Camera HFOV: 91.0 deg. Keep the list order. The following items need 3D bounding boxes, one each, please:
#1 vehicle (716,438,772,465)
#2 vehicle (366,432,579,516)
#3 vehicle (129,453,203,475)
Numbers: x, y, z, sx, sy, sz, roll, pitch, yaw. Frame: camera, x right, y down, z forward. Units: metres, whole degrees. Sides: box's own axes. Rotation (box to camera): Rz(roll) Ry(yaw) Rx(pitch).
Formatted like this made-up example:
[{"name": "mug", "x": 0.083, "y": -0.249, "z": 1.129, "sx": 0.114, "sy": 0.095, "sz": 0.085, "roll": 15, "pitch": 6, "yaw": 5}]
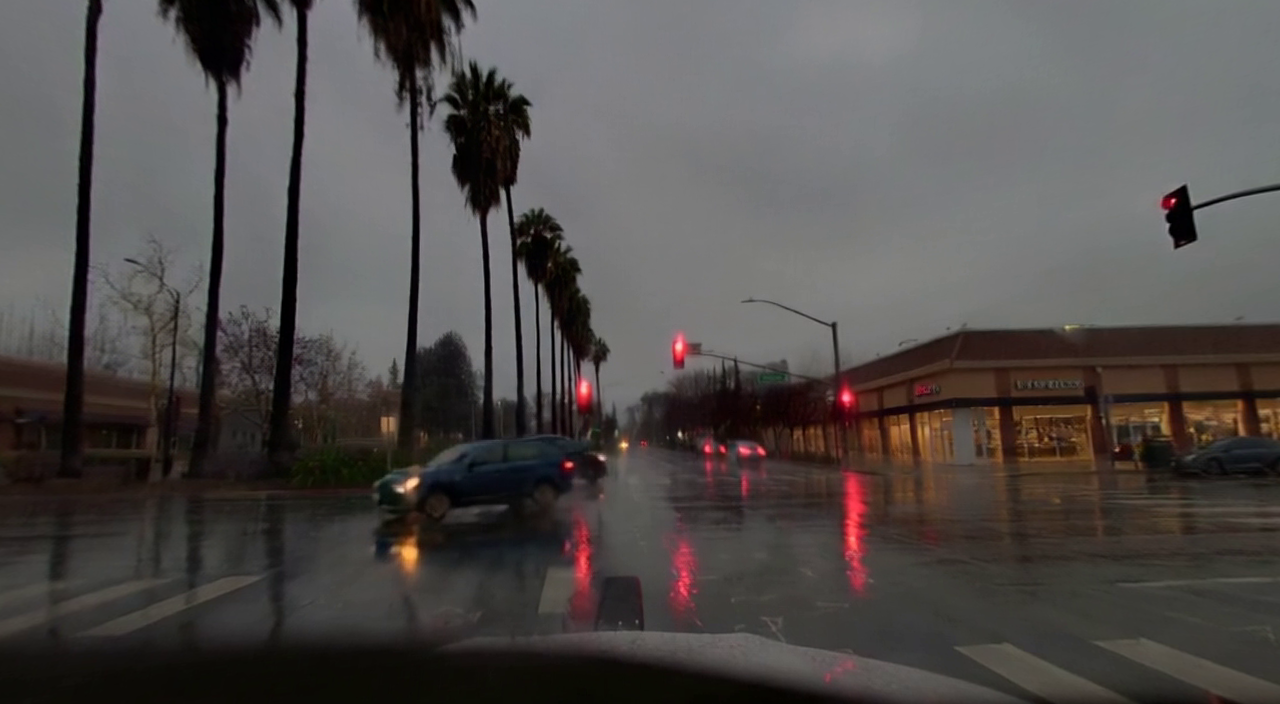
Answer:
[{"name": "vehicle", "x": 6.401, "y": 6.162, "z": 39.190, "sx": 1.890, "sy": 1.572, "sz": 3.826, "roll": 3, "pitch": -9, "yaw": -16}, {"name": "vehicle", "x": -3.466, "y": 2.540, "z": 13.580, "sx": 1.828, "sy": 1.512, "sz": 4.035, "roll": -8, "pitch": -12, "yaw": 44}, {"name": "vehicle", "x": -37.226, "y": 8.810, "z": 49.612, "sx": 2.160, "sy": 1.565, "sz": 4.868, "roll": 0, "pitch": -8, "yaw": -1}]
